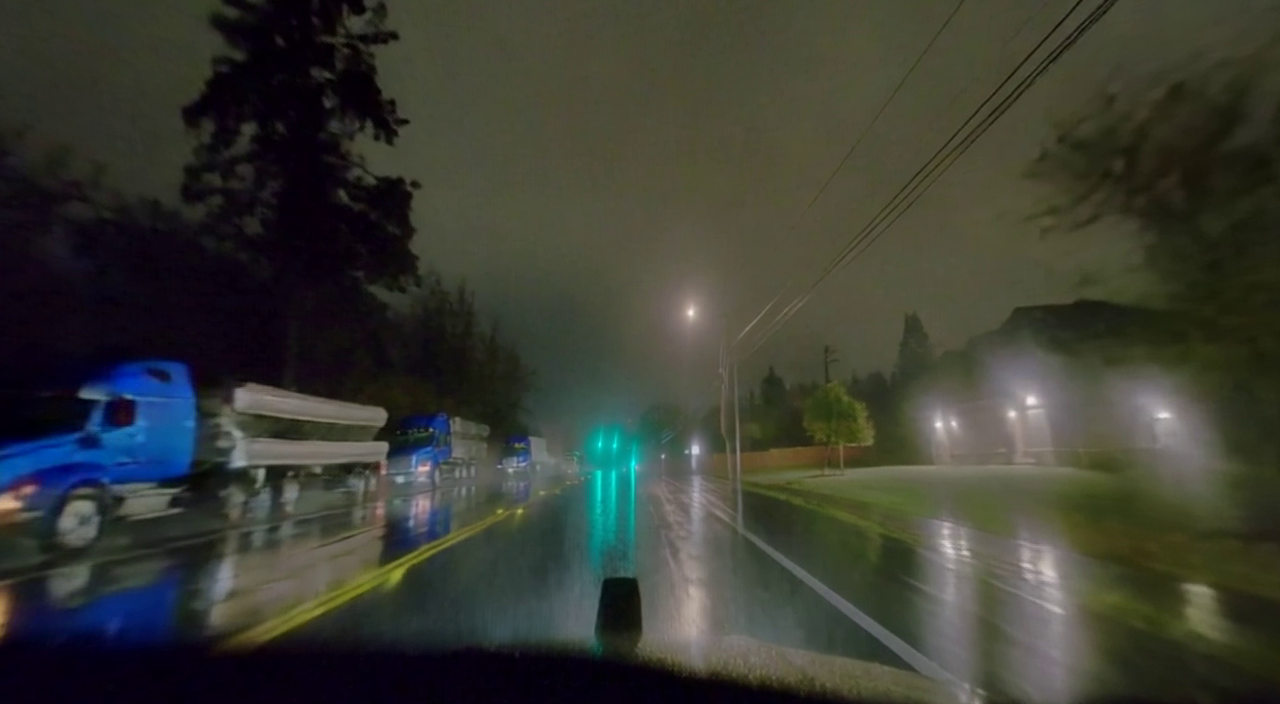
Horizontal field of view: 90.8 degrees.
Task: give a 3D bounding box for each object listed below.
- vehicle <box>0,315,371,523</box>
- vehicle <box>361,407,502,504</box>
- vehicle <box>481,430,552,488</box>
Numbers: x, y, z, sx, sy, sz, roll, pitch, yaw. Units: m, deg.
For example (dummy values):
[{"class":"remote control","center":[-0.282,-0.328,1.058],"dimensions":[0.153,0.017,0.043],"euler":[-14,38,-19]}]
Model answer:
[{"class":"vehicle","center":[-10.831,2.072,14.577],"dimensions":[5.596,3.130,8.972],"euler":[-4,-13,-2]},{"class":"vehicle","center":[-8.369,4.192,27.057],"dimensions":[2.788,3.365,9.652],"euler":[0,-6,0]},{"class":"vehicle","center":[-8.489,7.358,44.935],"dimensions":[2.905,3.359,10.168],"euler":[0,-6,1]}]
